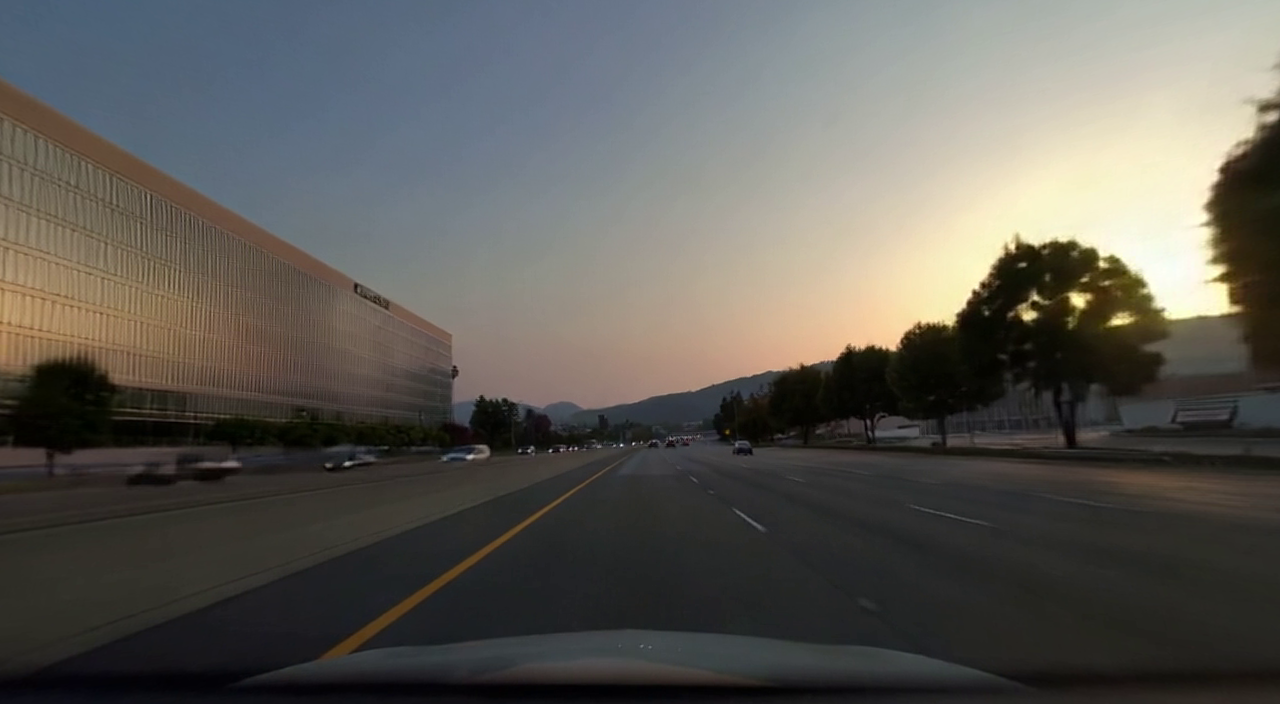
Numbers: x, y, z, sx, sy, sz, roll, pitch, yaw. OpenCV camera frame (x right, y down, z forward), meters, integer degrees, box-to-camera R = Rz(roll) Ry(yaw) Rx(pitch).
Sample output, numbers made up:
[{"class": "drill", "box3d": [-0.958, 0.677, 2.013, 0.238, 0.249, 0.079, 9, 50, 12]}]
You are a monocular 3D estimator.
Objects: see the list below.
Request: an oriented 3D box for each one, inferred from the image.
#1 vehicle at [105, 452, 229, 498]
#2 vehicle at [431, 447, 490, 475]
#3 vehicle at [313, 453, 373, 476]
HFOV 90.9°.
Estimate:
[{"class": "vehicle", "box3d": [-19.165, 4.951, 25.824, 2.005, 1.665, 4.018, 0, -9, -1]}, {"class": "vehicle", "box3d": [-10.592, 6.427, 37.565, 2.021, 1.503, 4.874, 0, -9, 0]}, {"class": "vehicle", "box3d": [-21.074, 7.994, 44.996, 1.912, 1.479, 4.749, 0, -9, 1]}]
